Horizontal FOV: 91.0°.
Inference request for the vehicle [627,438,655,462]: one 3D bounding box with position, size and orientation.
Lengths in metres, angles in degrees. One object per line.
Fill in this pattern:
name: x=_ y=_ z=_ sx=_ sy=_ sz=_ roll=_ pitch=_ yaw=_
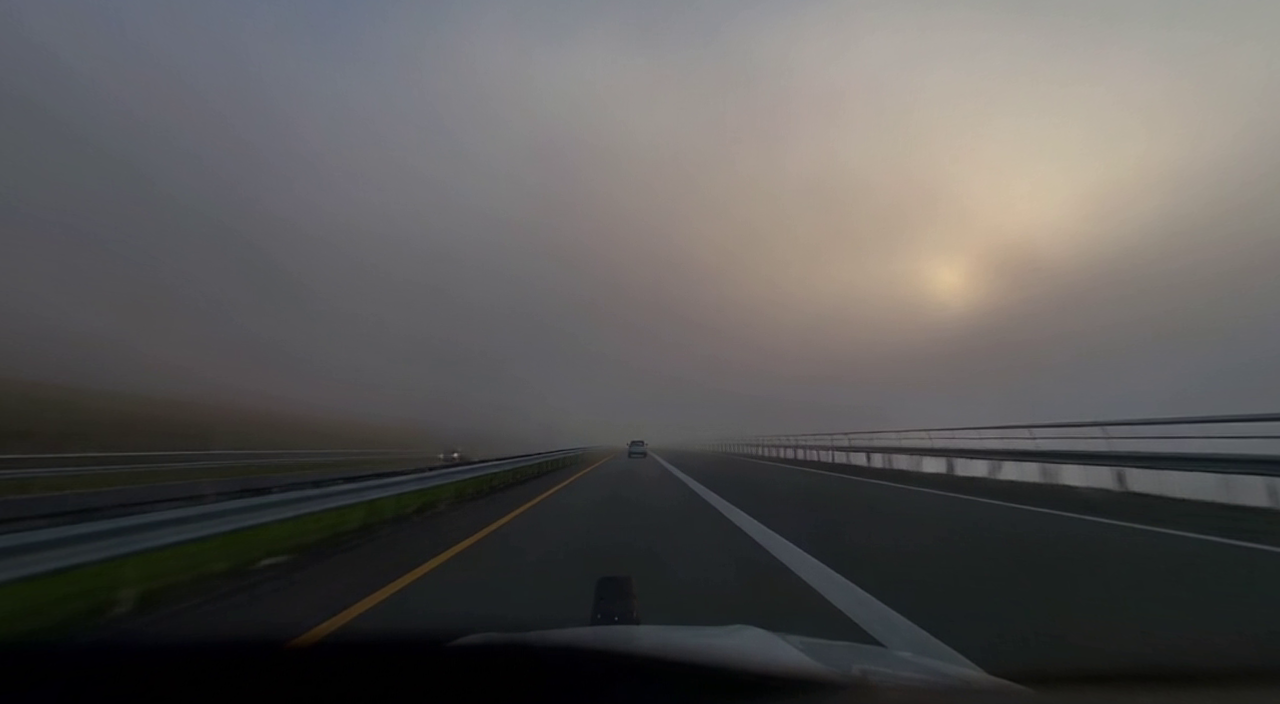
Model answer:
vehicle: x=0.038 y=7.384 z=47.666 sx=2.059 sy=1.696 sz=4.165 roll=0 pitch=-8 yaw=-1
